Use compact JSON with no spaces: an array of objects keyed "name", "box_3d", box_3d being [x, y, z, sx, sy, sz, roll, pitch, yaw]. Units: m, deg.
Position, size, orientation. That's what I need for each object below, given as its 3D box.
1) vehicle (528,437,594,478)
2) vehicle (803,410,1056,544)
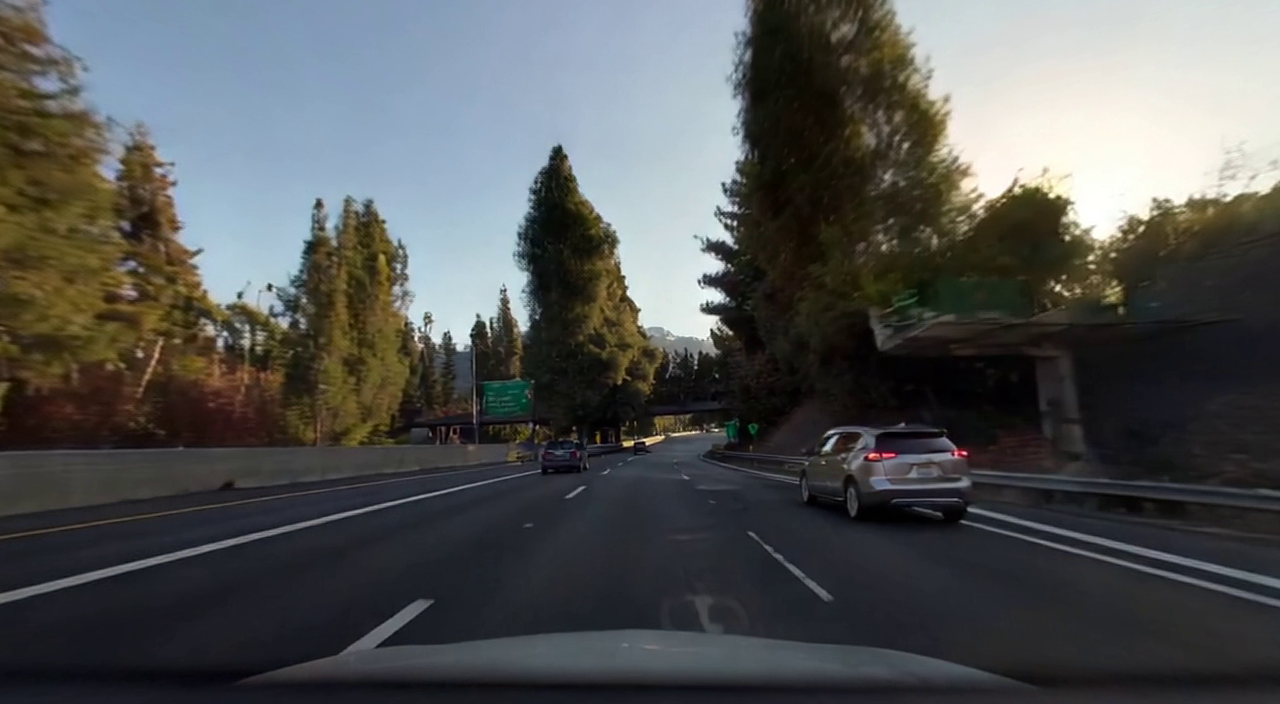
[{"name":"vehicle","box_3d":[-3.308,4.537,27.226,2.166,1.608,4.297,0,-8,2]},{"name":"vehicle","box_3d":[4.513,2.020,10.807,2.149,1.796,4.487,0,-8,0]}]
